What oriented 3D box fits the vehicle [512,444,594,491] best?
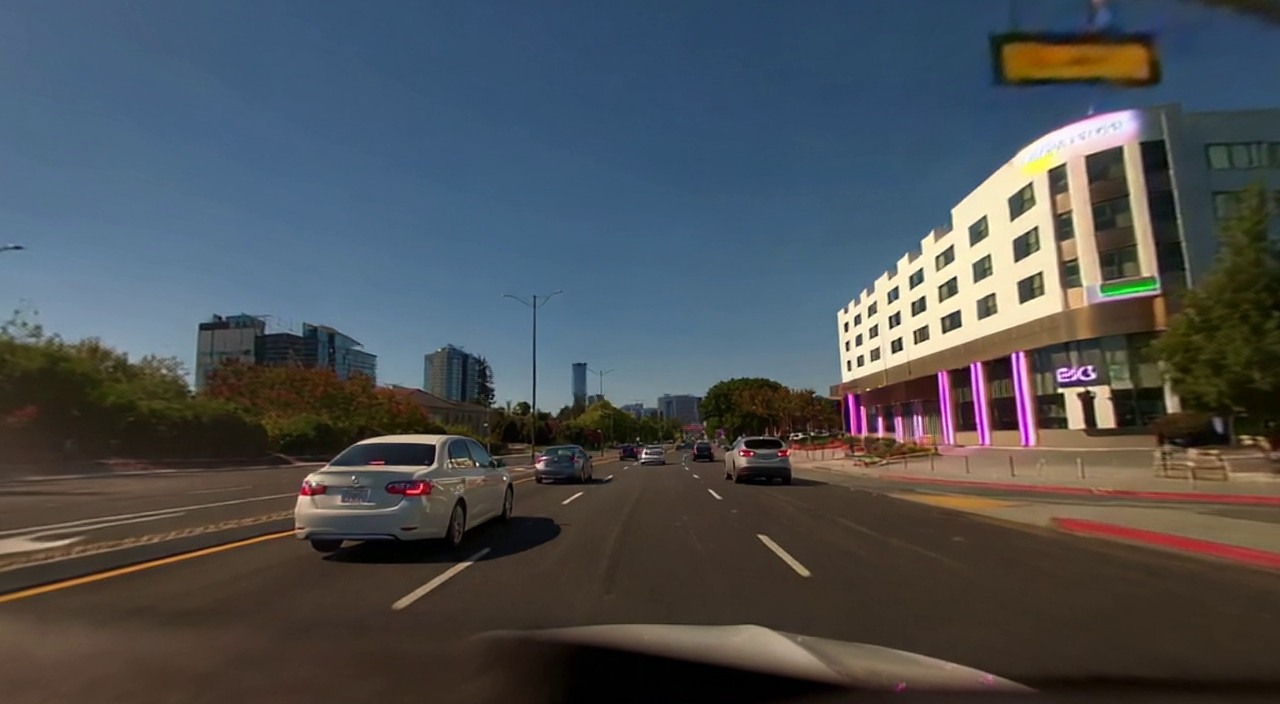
[{"bbox_3d":[-2.885,3.952,21.978,1.980,1.454,4.226,-1,-8,4],"label":"vehicle"}]

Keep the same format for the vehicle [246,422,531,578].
[{"bbox_3d":[-2.957,1.843,8.720,2.118,1.568,4.436,0,-8,0],"label":"vehicle"}]

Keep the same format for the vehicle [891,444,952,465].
[{"bbox_3d":[18.947,6.883,42.476,3.368,1.389,1.595,1,-8,-8],"label":"vehicle"}]

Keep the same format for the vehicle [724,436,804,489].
[{"bbox_3d":[4.324,3.916,22.659,2.103,1.699,4.171,0,-8,1],"label":"vehicle"}]

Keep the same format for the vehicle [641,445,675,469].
[{"bbox_3d":[1.214,6.956,41.935,2.164,1.477,3.988,-1,-8,2],"label":"vehicle"}]
